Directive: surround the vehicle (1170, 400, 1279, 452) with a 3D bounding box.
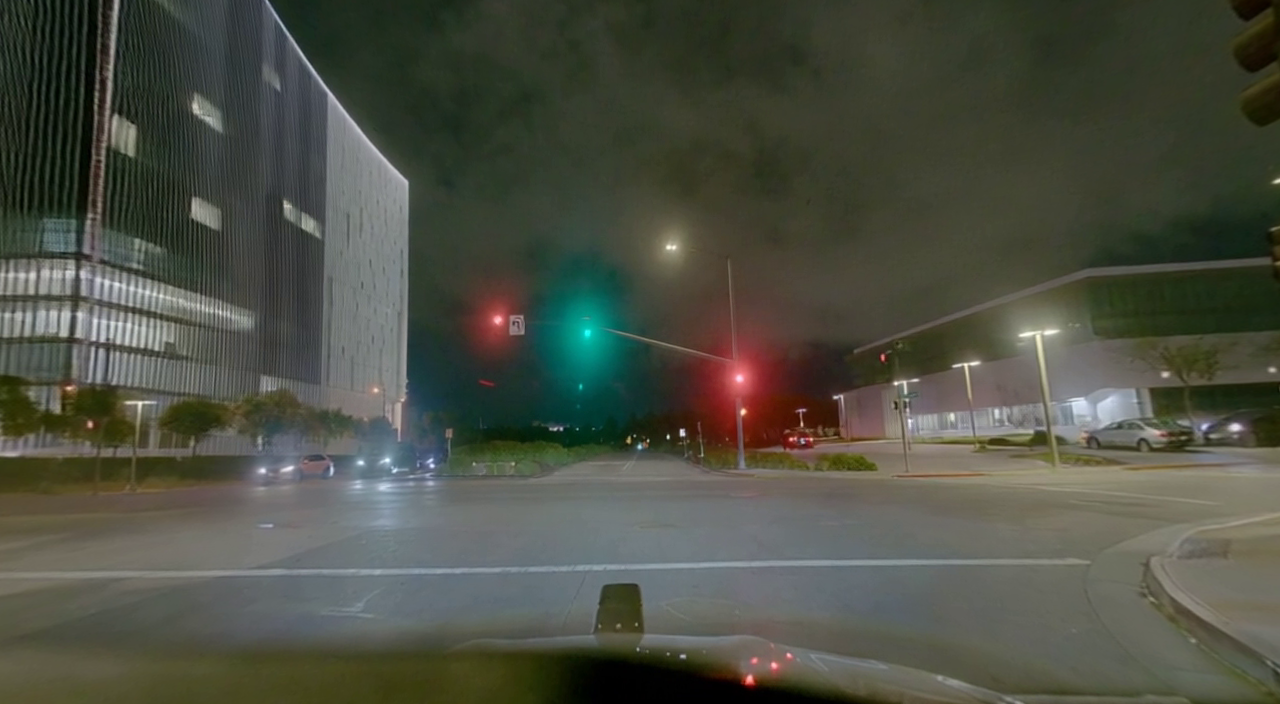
[{"bbox_3d":[24.402,2.987,25.018,2.109,1.836,5.080,-2,-9,0],"label":"vehicle"}]

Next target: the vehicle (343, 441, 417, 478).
[{"bbox_3d":[-14.869,6.155,36.331,2.091,1.915,5.040,0,-9,0],"label":"vehicle"}]

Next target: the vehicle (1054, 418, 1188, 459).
[{"bbox_3d":[19.078,3.499,25.299,1.834,1.480,4.458,0,-9,-1],"label":"vehicle"}]

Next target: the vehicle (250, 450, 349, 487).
[{"bbox_3d":[-14.859,5.074,27.806,1.790,1.437,4.349,0,-9,2],"label":"vehicle"}]

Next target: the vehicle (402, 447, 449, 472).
[{"bbox_3d":[-15.142,7.602,44.706,1.932,1.605,4.146,0,-9,-1],"label":"vehicle"}]
